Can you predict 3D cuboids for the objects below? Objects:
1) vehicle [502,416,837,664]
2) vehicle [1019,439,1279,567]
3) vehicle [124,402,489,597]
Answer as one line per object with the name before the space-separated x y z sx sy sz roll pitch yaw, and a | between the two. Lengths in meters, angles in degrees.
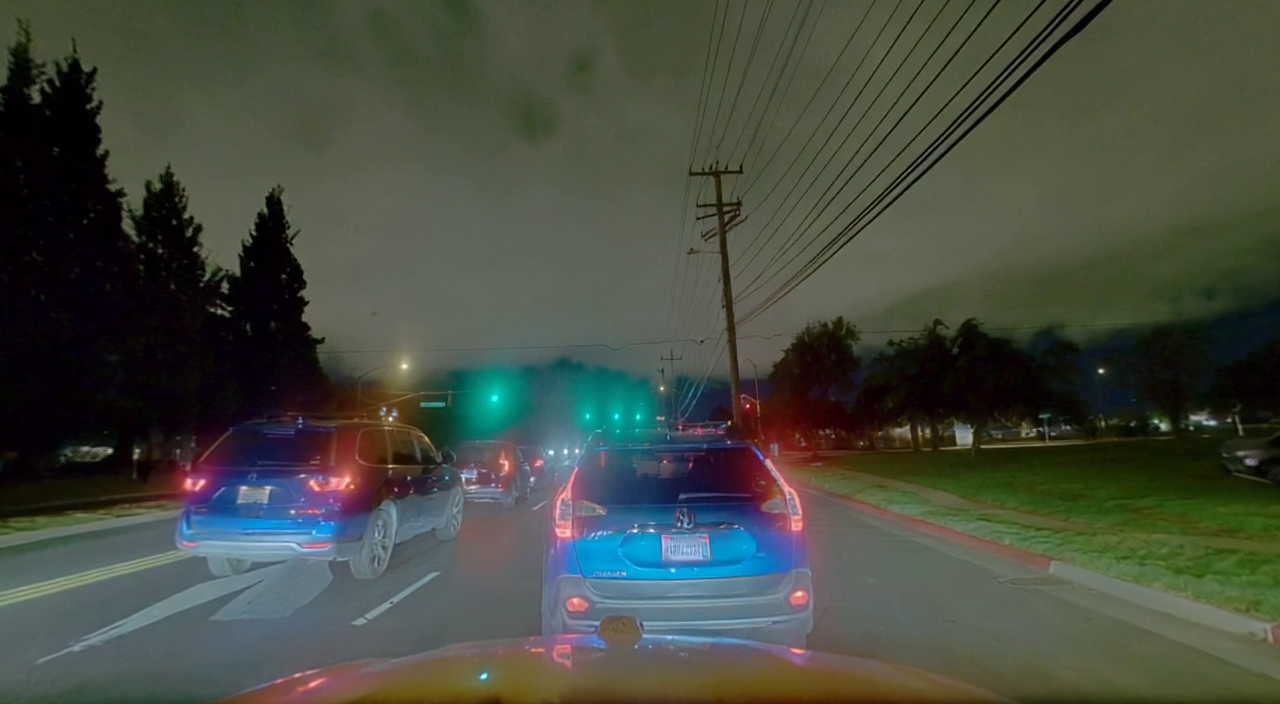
vehicle | 0.116 1.450 5.946 2.056 1.487 4.003 0 -9 -2
vehicle | 8.388 2.160 9.925 1.993 1.508 4.521 0 -9 -1
vehicle | -3.470 1.628 7.812 2.105 1.706 4.337 0 -9 0
